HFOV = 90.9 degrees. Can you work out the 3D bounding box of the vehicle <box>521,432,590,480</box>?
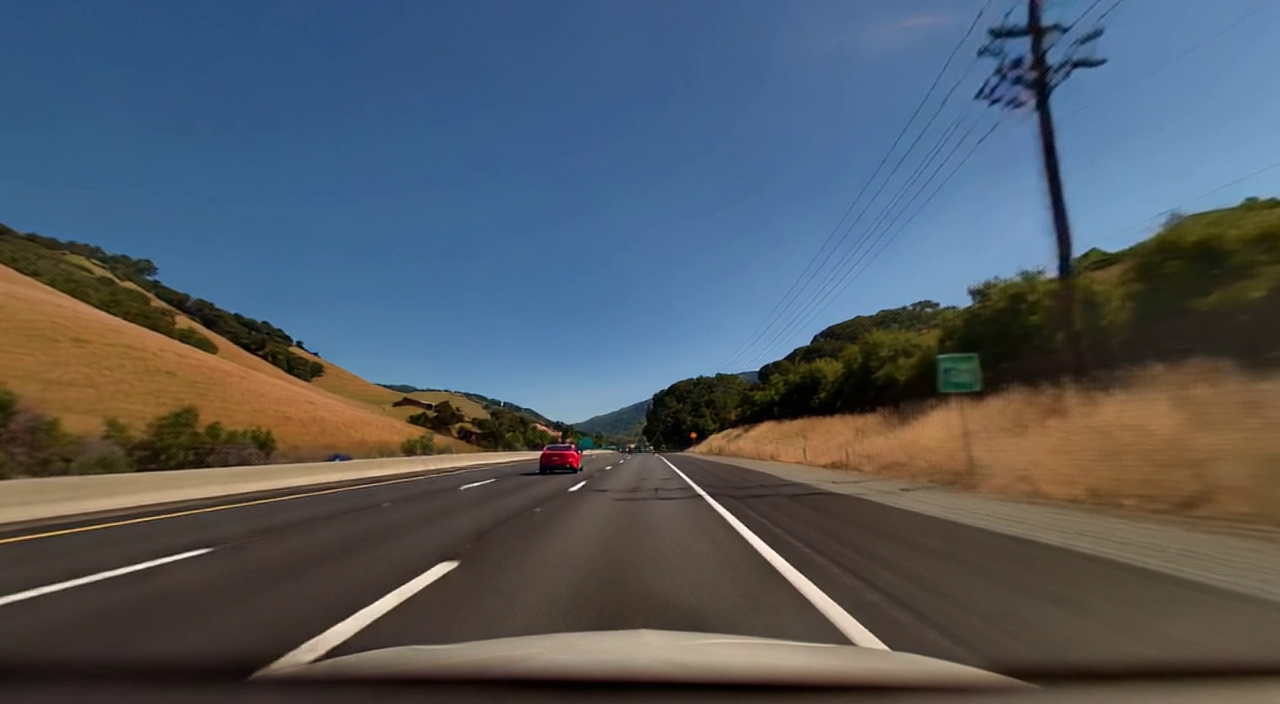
[{"bbox_3d":[-3.450,4.350,26.644,2.136,1.845,4.515,-1,-8,2],"label":"vehicle"}]
